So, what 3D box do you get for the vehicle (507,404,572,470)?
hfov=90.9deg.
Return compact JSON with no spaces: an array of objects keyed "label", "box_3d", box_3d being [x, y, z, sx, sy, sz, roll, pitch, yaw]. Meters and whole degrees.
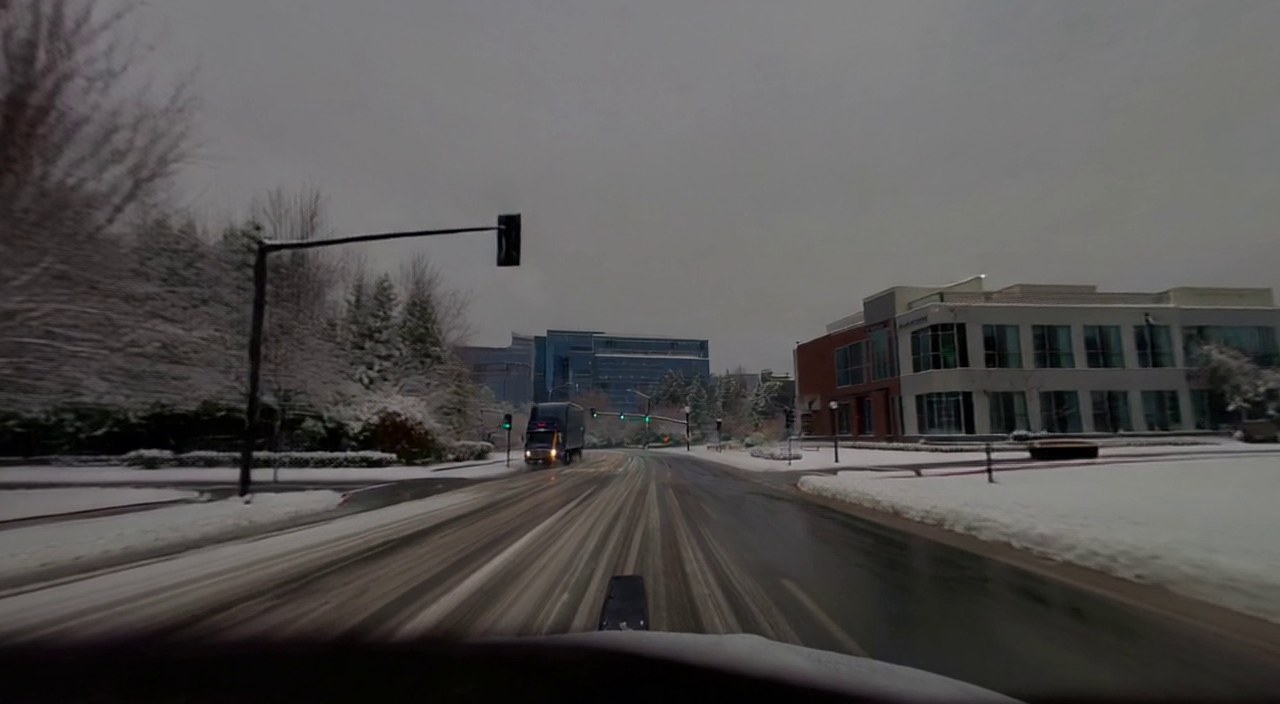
[{"label":"vehicle","box_3d":[-6.669,5.877,43.114,3.053,4.058,8.110,0,-9,0]}]
